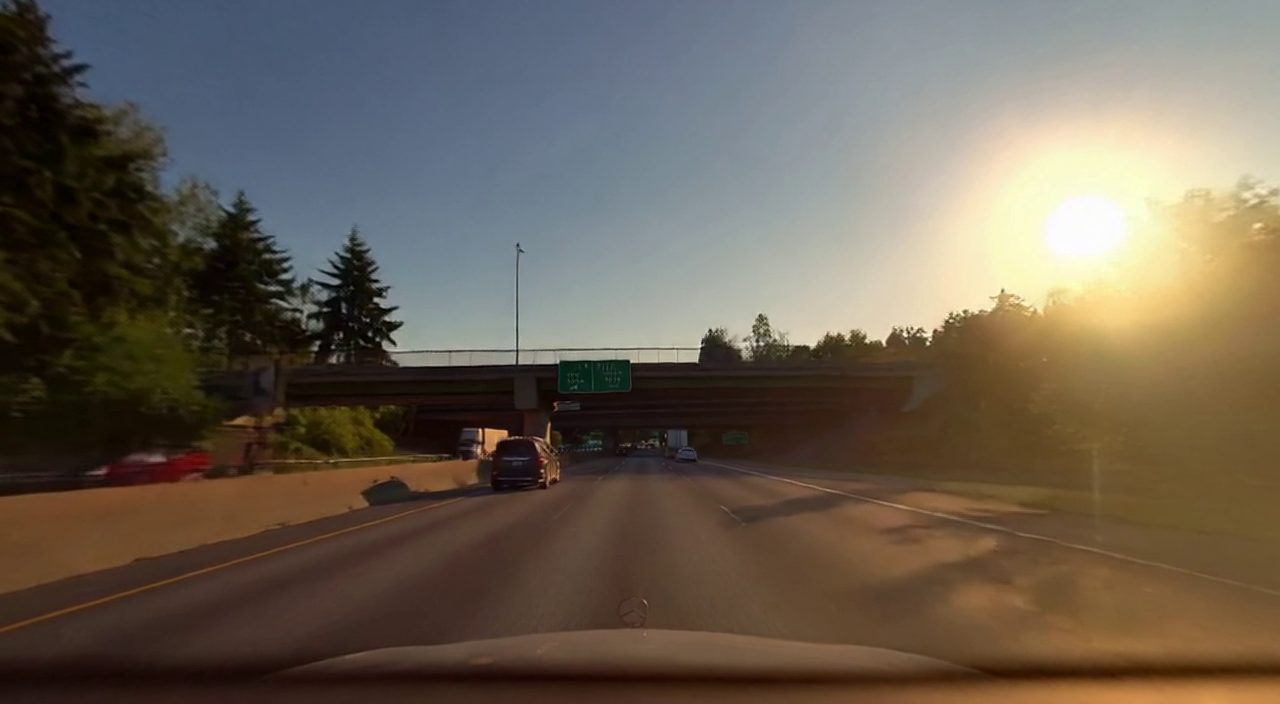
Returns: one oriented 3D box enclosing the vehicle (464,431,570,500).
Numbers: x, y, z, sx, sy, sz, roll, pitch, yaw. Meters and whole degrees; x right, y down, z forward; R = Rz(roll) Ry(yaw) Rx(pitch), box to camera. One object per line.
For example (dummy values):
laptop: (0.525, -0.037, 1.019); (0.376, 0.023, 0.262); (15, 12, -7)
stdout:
vehicle: (-3.509, 3.348, 18.984); (2.238, 1.792, 4.518); (0, -9, 0)
